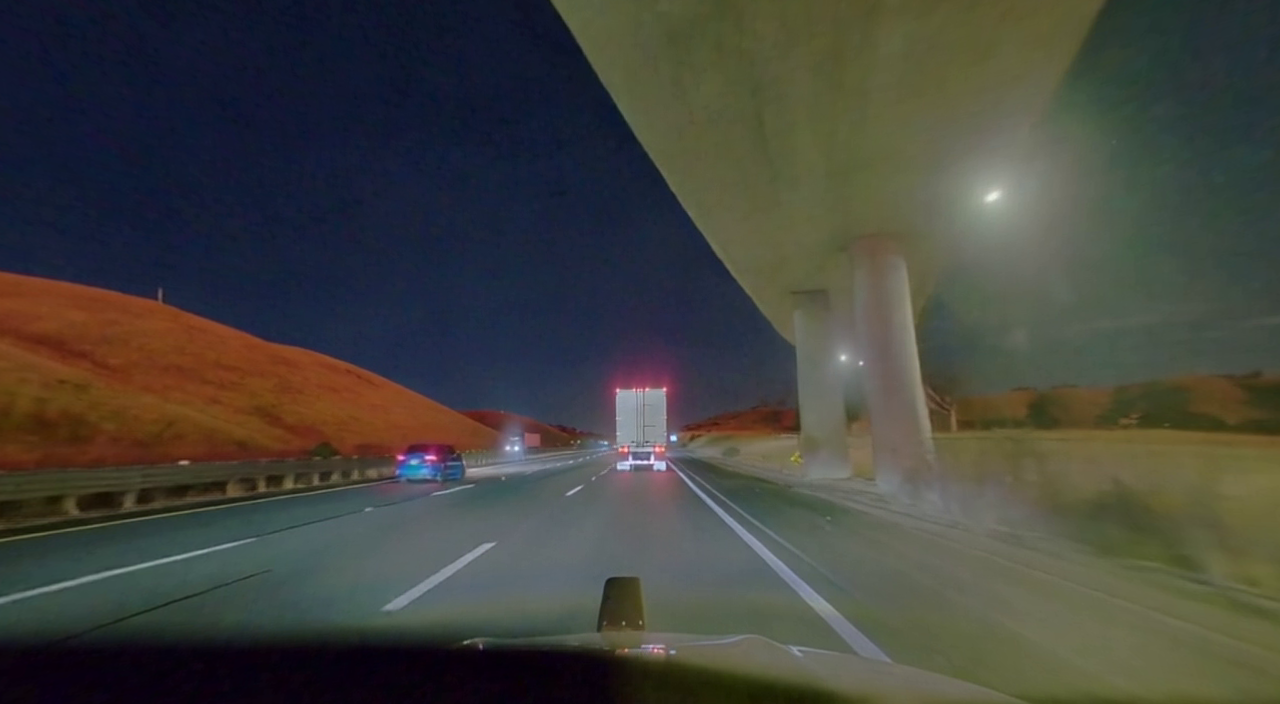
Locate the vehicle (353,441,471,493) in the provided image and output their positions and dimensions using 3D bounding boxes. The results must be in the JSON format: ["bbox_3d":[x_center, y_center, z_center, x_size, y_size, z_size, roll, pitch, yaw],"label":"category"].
[{"bbox_3d":[-7.231,3.681,20.606,2.078,1.496,4.563,0,-8,1],"label":"vehicle"}]

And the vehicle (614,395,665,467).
[{"bbox_3d":[0.060,5.297,41.323,2.866,4.014,11.261,0,-8,1],"label":"vehicle"}]
